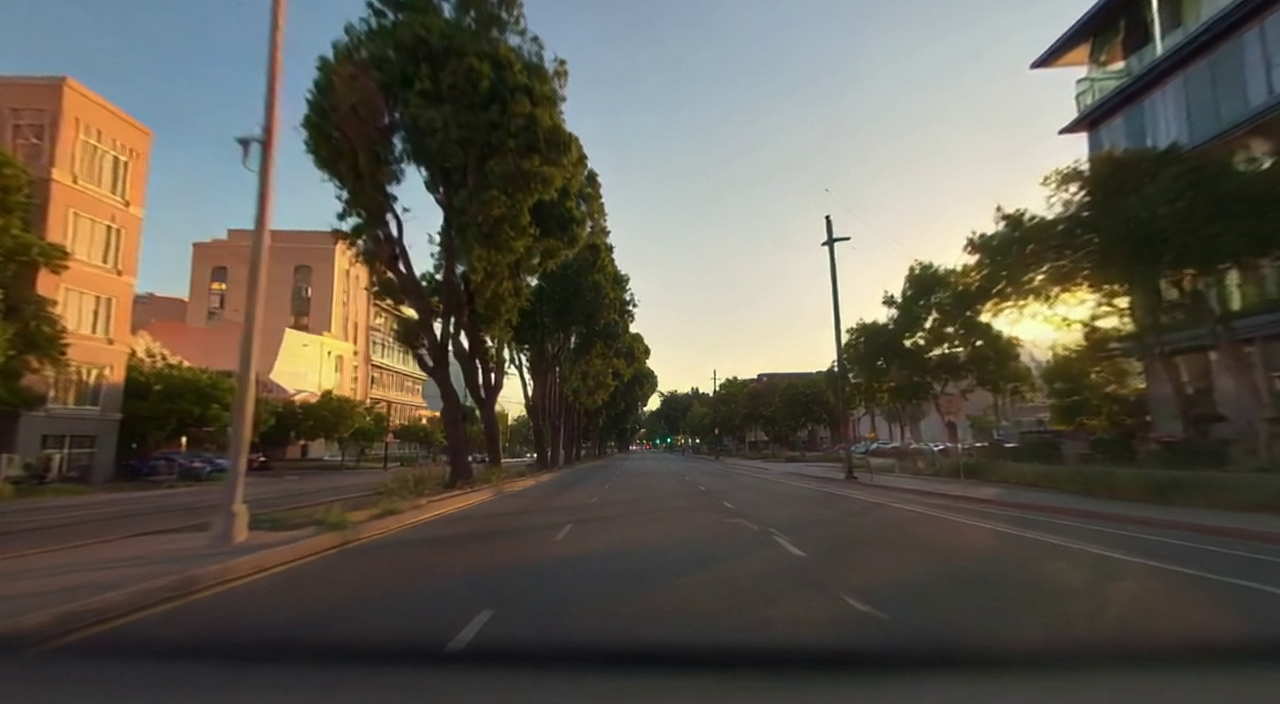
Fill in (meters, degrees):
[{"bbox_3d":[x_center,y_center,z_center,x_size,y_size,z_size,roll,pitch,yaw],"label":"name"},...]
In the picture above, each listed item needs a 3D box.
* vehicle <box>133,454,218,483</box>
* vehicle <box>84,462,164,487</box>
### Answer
[{"bbox_3d":[-31.657,7.921,43.270,2.034,1.818,4.855,0,-9,2],"label":"vehicle"},{"bbox_3d":[-34.480,8.155,42.367,1.569,1.422,4.542,0,-8,0],"label":"vehicle"}]
